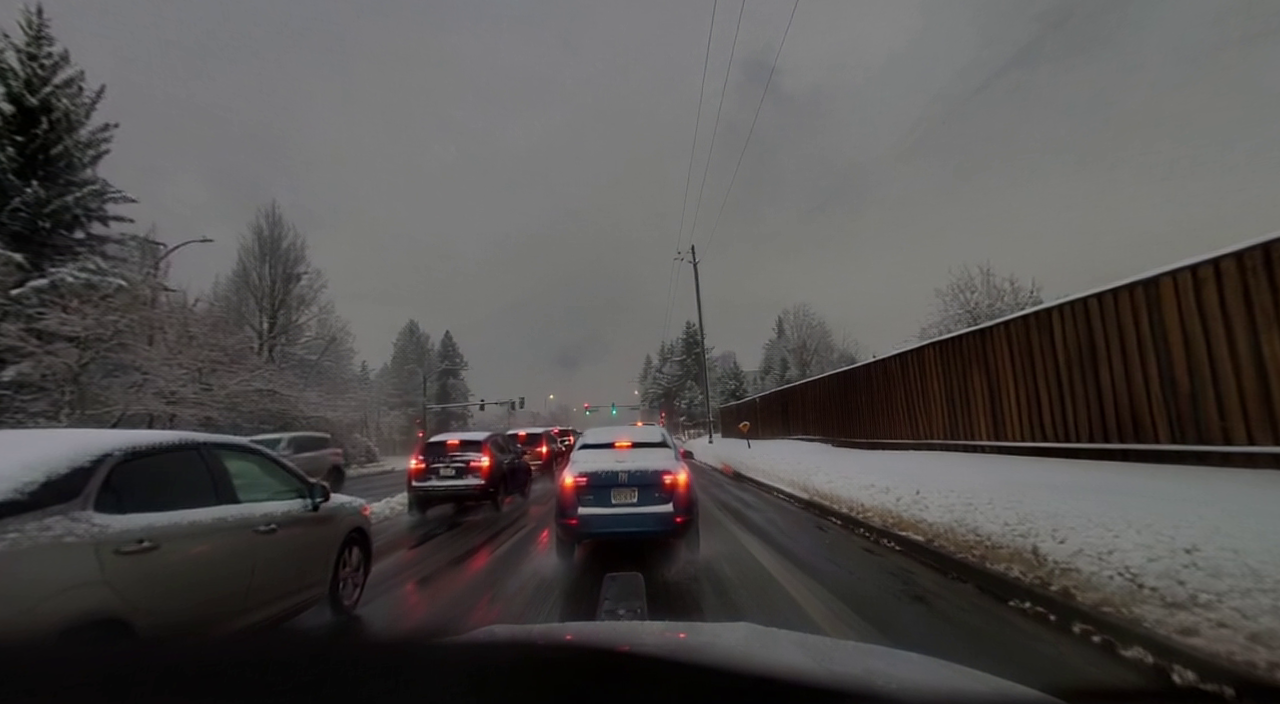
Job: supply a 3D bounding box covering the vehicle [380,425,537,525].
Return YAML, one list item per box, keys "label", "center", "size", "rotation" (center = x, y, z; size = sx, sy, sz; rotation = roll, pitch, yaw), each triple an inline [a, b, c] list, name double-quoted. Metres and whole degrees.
- label: "vehicle"
  center: [-3.226, 2.255, 11.991]
  size: [1.850, 1.582, 3.688]
  rotation: [0, -8, 0]

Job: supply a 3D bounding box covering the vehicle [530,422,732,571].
- label: "vehicle"
  center: [-0.126, 1.722, 8.230]
  size: [1.995, 1.460, 3.865]
  rotation: [0, -8, -1]

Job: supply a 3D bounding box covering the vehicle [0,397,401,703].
- label: "vehicle"
  center: [-3.155, 1.084, 3.247]
  size: [1.980, 1.520, 4.636]
  rotation: [0, -8, 1]
